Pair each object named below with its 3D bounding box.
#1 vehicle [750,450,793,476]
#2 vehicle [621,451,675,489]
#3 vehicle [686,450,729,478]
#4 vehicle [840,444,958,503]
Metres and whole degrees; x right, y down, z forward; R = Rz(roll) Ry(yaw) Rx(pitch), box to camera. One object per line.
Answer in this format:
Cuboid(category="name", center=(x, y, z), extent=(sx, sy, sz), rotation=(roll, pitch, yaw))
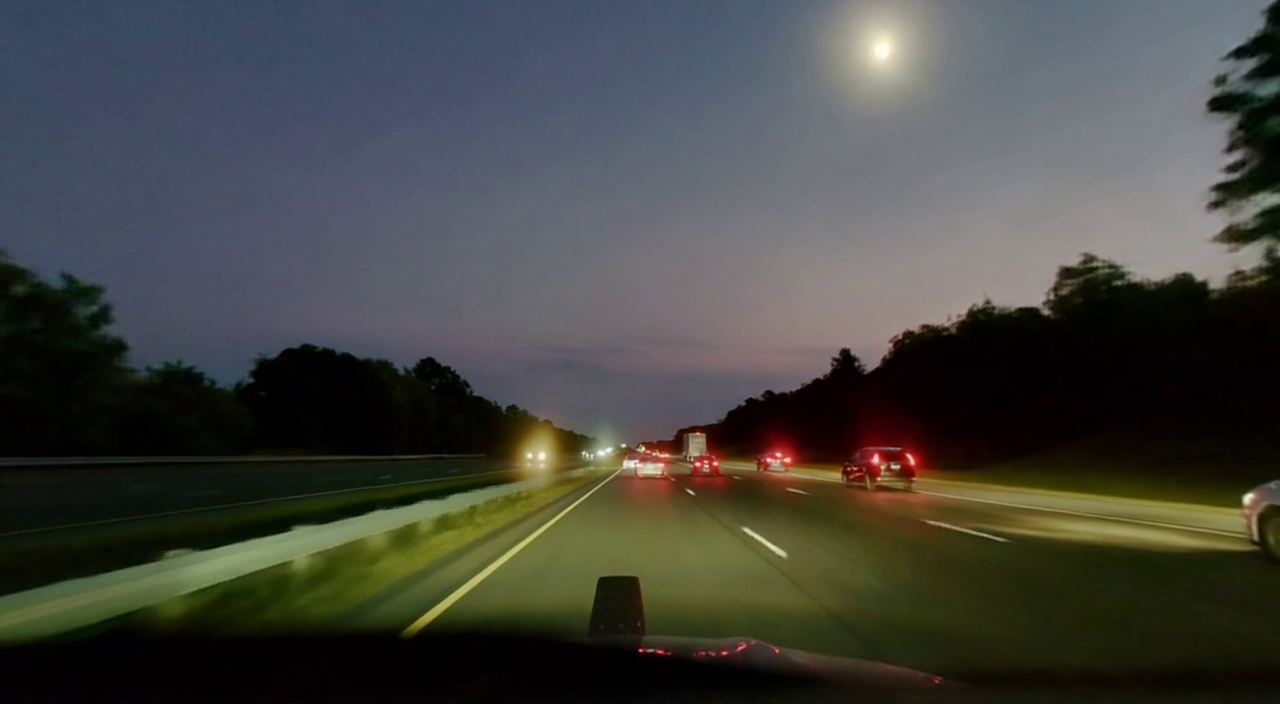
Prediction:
Cuboid(category="vehicle", center=(8.548, 7.220, 41.312), extent=(1.957, 1.594, 3.632), rotation=(0, -9, -2))
Cuboid(category="vehicle", center=(0.295, 4.777, 25.781), extent=(2.020, 1.426, 3.702), rotation=(0, -9, 0))
Cuboid(category="vehicle", center=(3.909, 6.548, 36.956), extent=(1.981, 1.518, 4.029), rotation=(0, -9, -1))
Cuboid(category="vehicle", center=(7.630, 3.595, 19.001), extent=(1.847, 1.554, 3.752), rotation=(0, -9, -1))
